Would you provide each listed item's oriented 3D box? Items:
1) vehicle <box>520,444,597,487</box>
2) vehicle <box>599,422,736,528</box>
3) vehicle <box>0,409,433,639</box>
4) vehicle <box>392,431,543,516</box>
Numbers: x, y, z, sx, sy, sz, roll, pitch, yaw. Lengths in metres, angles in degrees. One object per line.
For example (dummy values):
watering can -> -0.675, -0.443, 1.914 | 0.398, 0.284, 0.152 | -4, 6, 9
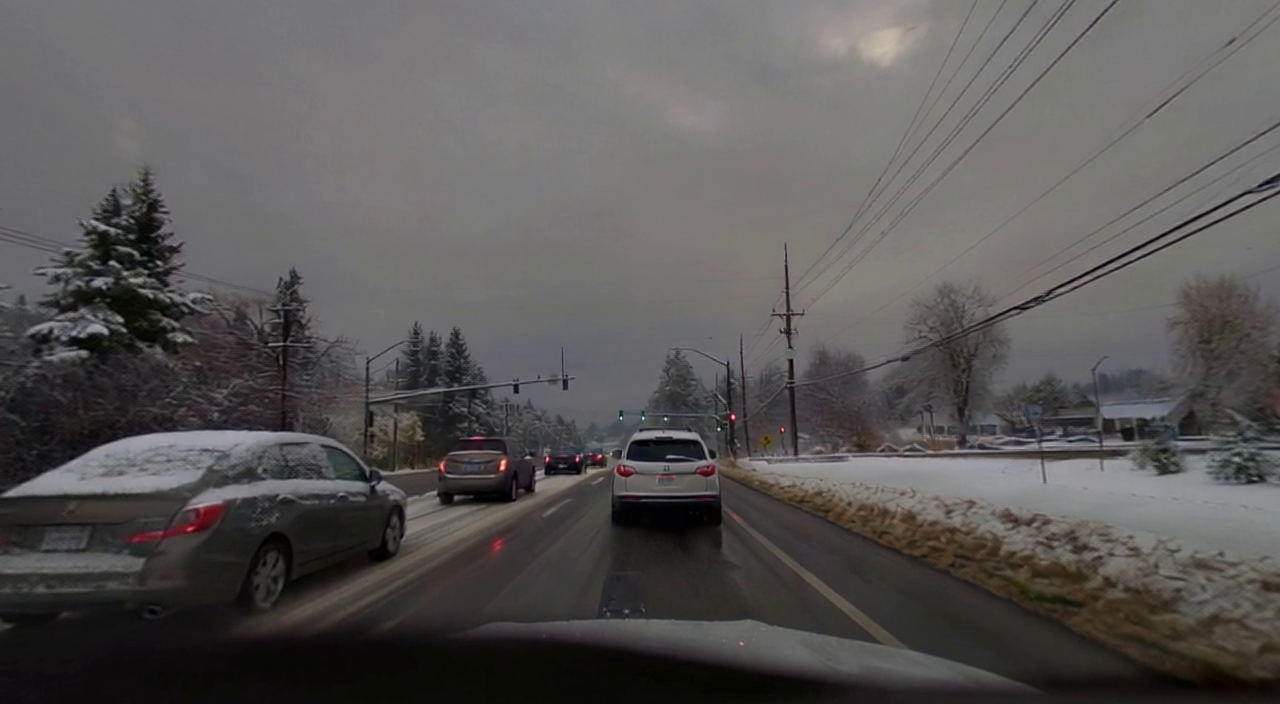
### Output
vehicle -> -2.935, 4.190, 23.654 | 2.105, 1.436, 4.311 | -1, -9, 3
vehicle -> 0.507, 2.295, 12.230 | 2.205, 1.691, 3.937 | 0, -9, 2
vehicle -> -3.822, 1.486, 6.413 | 1.999, 1.563, 4.007 | 0, -9, 1
vehicle -> -3.683, 2.678, 14.403 | 2.018, 1.621, 4.441 | -1, -9, 2
